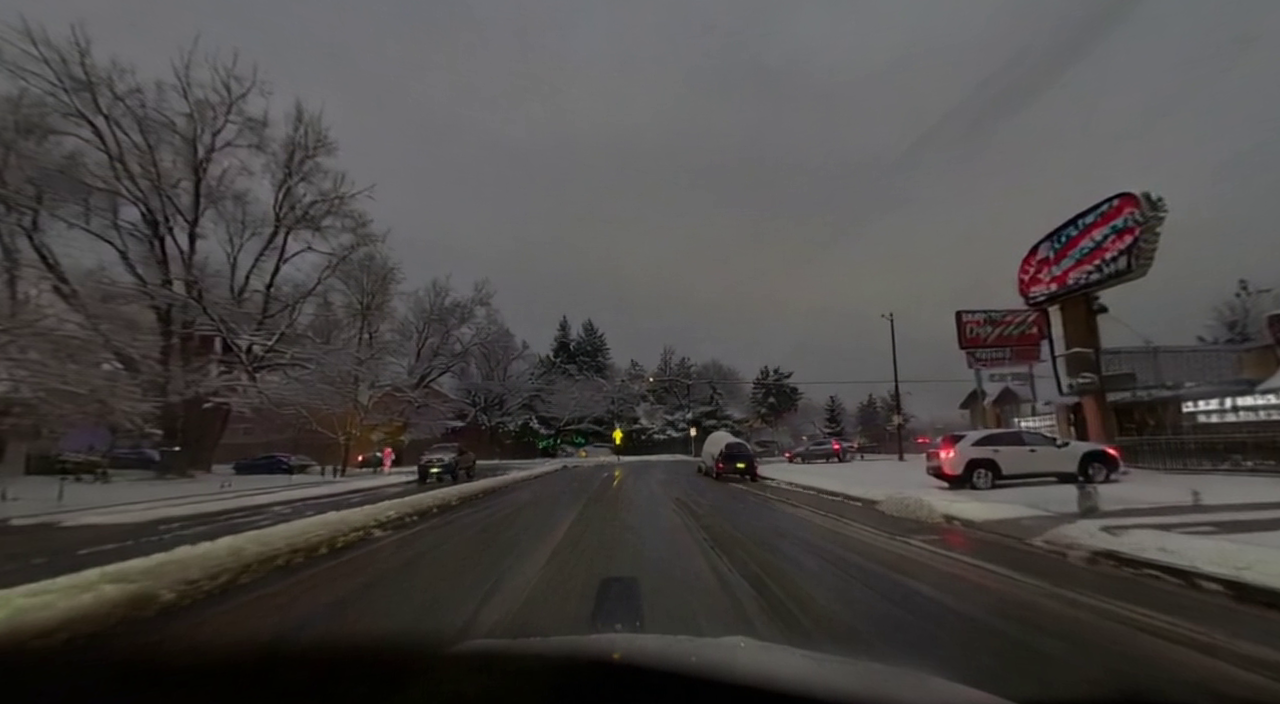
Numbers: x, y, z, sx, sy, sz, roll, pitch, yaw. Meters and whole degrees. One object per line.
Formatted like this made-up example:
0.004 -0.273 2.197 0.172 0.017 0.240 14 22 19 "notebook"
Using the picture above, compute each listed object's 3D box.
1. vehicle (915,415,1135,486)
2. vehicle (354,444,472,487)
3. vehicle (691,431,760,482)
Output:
10.550 2.740 17.630 4.733 1.843 2.005 0 -9 1 "vehicle"
-10.261 5.108 28.749 4.620 1.695 2.004 5 -11 -40 "vehicle"
3.457 4.360 26.494 2.051 1.925 4.625 0 -9 -2 "vehicle"
